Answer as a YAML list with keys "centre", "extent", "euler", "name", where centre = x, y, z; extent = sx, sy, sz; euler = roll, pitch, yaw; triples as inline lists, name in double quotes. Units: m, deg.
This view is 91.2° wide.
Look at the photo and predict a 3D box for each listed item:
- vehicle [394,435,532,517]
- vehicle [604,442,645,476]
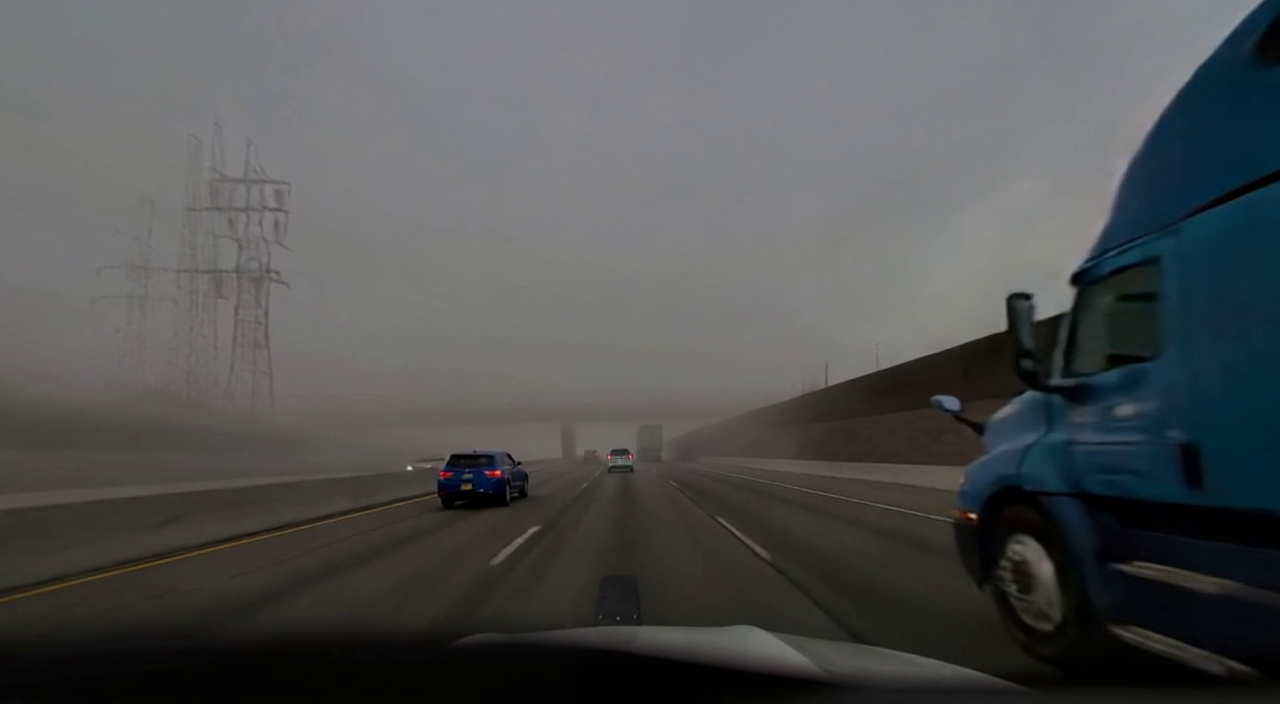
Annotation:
- centre: [-3.753, 2.708, 14.119]
  extent: [1.987, 1.548, 3.981]
  euler: [0, -9, -1]
  name: "vehicle"
- centre: [-0.779, 5.556, 32.787]
  extent: [2.004, 1.615, 4.113]
  euler: [0, -9, -1]
  name: "vehicle"
